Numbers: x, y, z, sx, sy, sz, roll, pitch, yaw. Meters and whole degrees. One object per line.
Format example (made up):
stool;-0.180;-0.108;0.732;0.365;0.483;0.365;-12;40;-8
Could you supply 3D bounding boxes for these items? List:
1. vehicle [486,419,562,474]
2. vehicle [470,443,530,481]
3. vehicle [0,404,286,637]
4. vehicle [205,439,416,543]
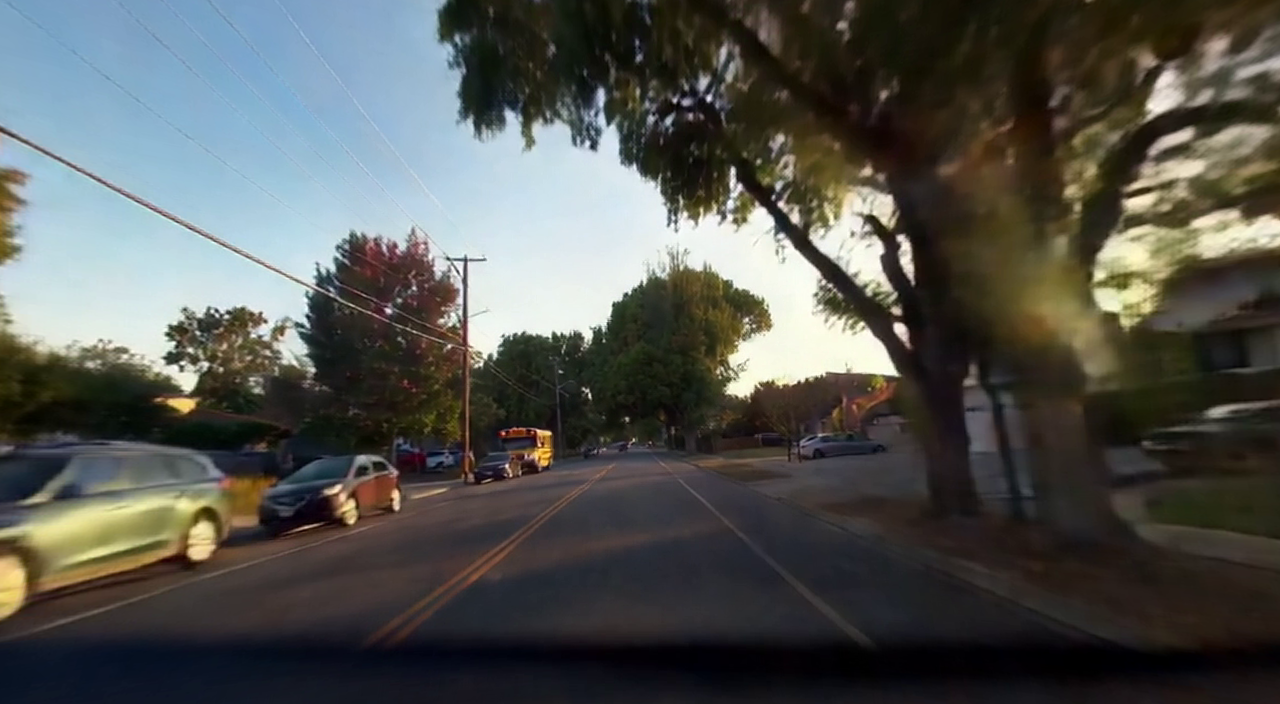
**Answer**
vehicle;-6.637;5.570;37.295;2.835;2.876;7.091;-1;-8;2
vehicle;-6.769;5.338;30.996;2.023;1.721;4.418;0;-9;-2
vehicle;-6.581;1.764;7.015;2.284;1.939;5.502;-5;-9;-1
vehicle;-6.629;2.794;13.479;2.002;1.790;4.624;0;-9;0
